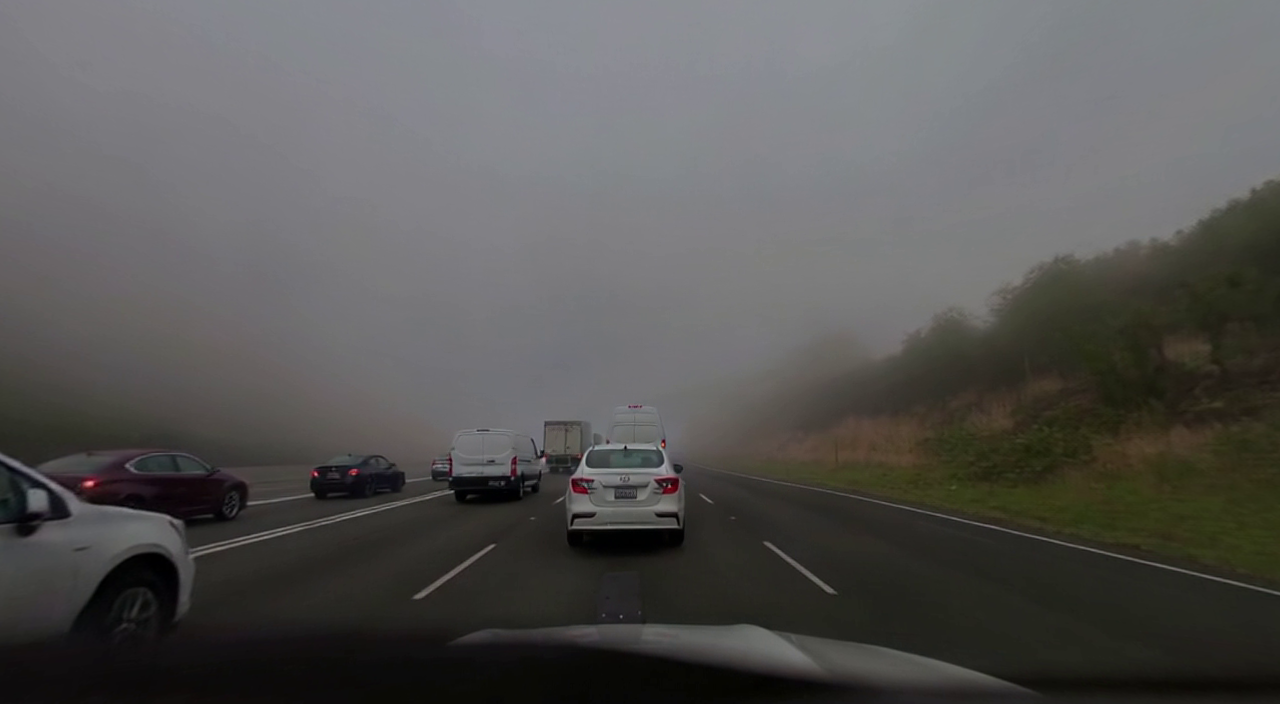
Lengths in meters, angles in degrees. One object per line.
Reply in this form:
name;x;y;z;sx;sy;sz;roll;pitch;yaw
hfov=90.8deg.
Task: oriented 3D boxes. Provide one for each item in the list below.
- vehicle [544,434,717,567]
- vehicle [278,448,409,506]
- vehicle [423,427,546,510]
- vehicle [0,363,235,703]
vehicle;-0.138;1.981;9.036;1.995;1.495;3.380;0;-9;-1
vehicle;-8.395;3.543;18.276;1.826;1.465;3.916;0;-9;1
vehicle;-4.020;3.112;17.258;2.055;1.913;4.584;-1;-9;2
vehicle;-3.626;0.761;1.765;2.029;1.656;4.437;0;-9;0
